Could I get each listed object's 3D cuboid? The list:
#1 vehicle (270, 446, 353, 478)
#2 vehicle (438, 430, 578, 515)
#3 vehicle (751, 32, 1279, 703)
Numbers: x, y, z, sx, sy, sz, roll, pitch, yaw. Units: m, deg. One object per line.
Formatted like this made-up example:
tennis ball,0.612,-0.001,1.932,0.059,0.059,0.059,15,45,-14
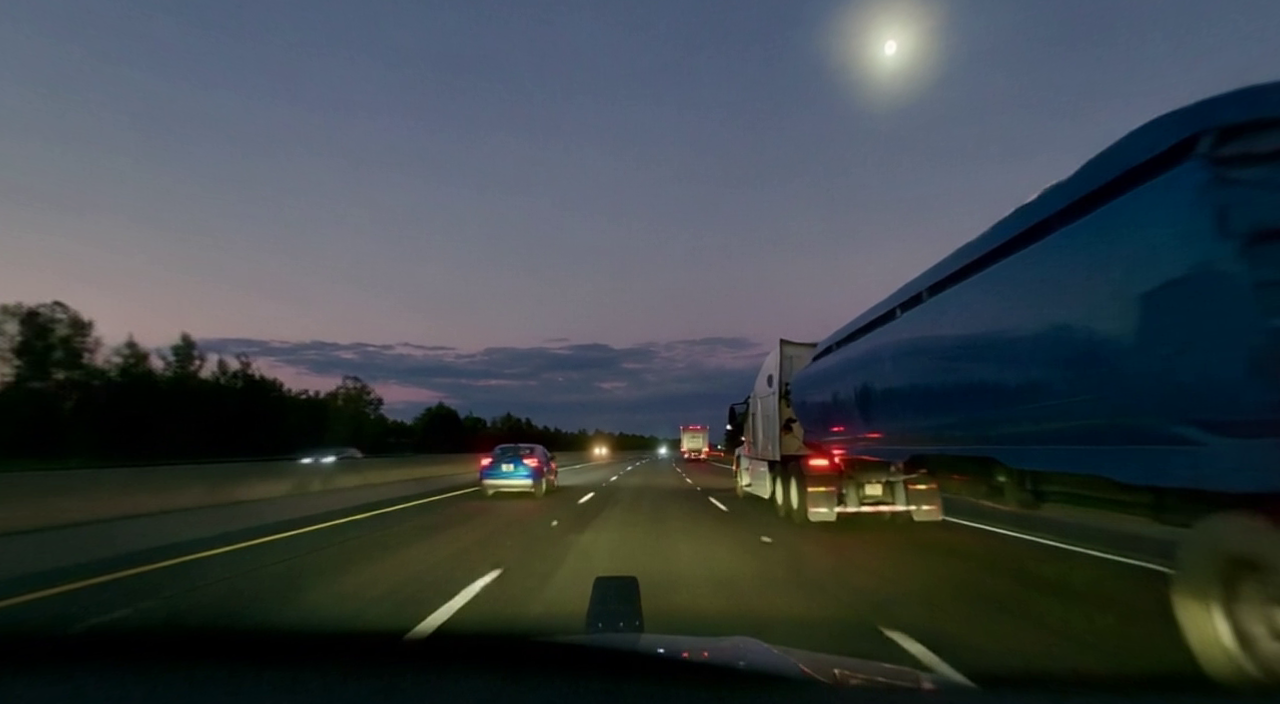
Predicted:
vehicle,-16.743,5.619,32.459,1.879,1.493,4.452,0,-9,0
vehicle,-2.874,2.772,14.938,2.297,1.683,4.385,0,-9,1
vehicle,4.338,1.210,8.966,2.868,3.427,14.032,0,-9,0
